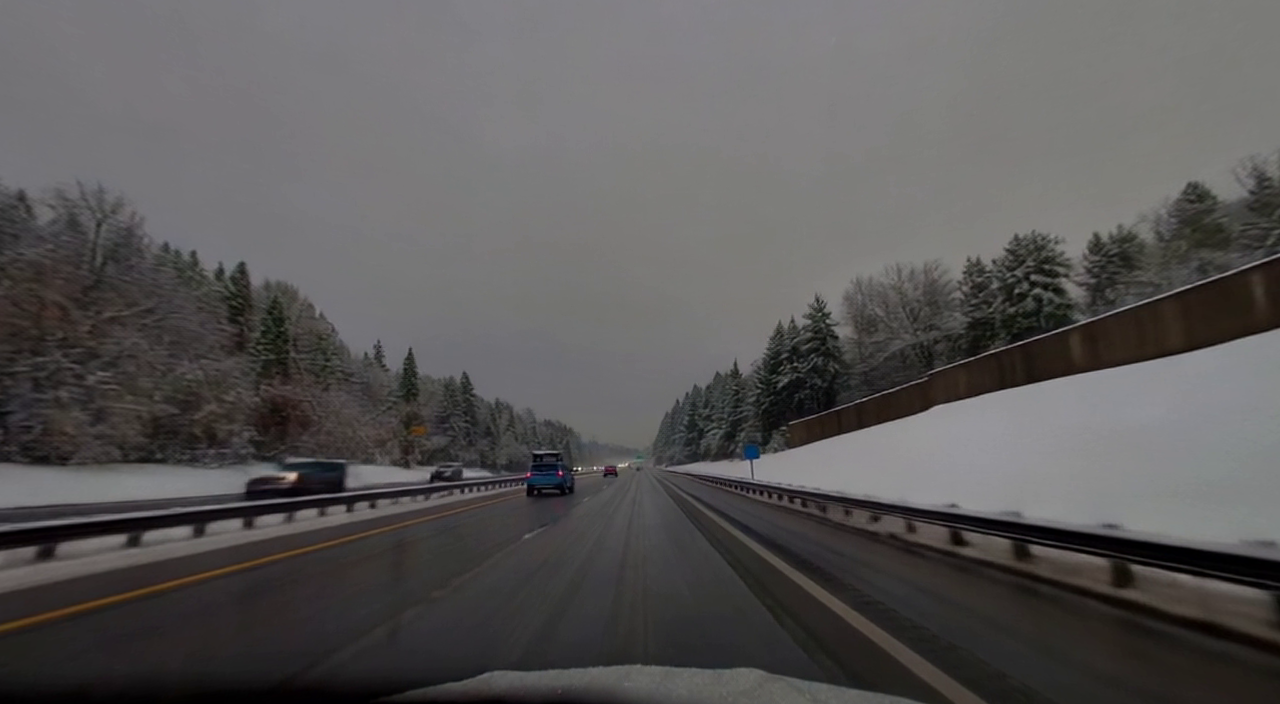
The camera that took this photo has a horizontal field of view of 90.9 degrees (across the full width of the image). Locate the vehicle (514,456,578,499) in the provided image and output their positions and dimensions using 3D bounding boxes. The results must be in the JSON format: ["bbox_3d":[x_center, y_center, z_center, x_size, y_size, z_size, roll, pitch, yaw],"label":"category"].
[{"bbox_3d":[-3.945,5.383,27.246,2.022,1.650,4.331,0,-10,1],"label":"vehicle"}]

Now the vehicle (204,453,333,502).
[{"bbox_3d":[-12.745,4.342,21.964,1.862,1.501,4.229,1,-10,0],"label":"vehicle"}]
